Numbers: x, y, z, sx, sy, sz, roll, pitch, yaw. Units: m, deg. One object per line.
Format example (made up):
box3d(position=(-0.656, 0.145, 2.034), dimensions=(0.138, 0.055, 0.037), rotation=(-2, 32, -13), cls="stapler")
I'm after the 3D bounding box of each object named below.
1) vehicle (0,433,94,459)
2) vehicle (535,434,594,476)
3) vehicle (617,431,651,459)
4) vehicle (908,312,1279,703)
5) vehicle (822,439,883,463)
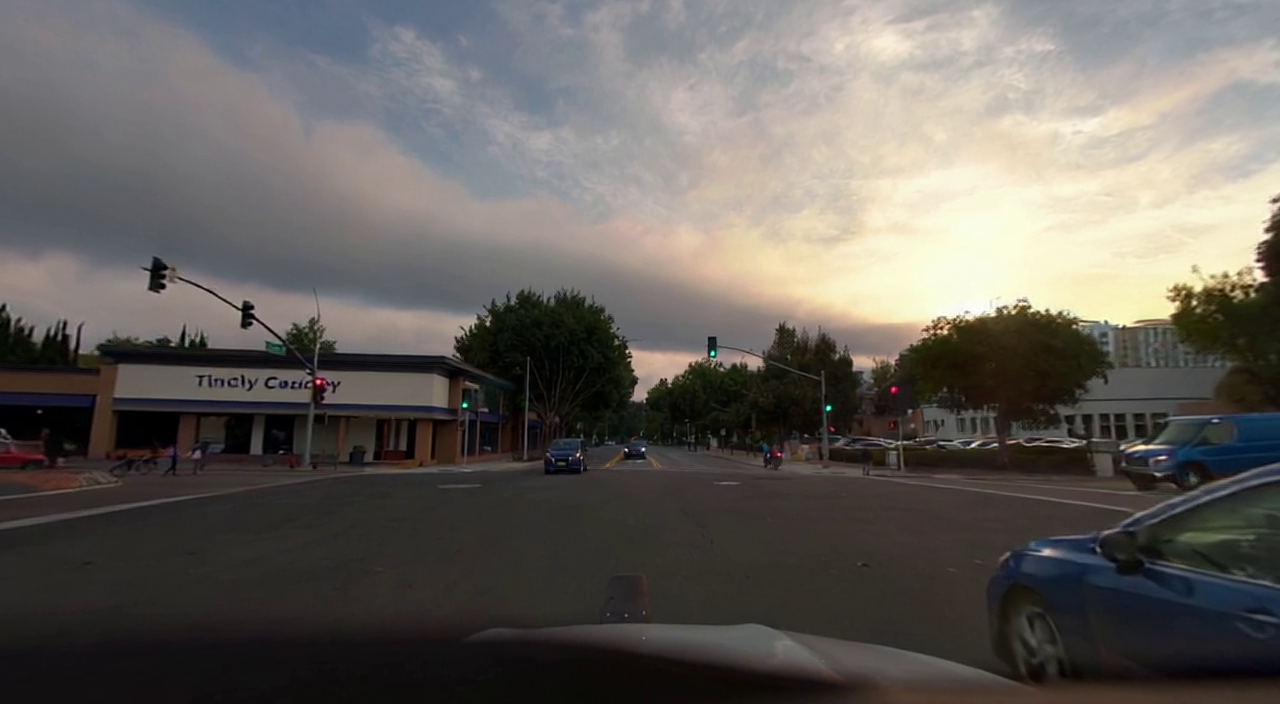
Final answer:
box3d(position=(-36.464, 5.697, 38.198), dimensions=(4.671, 1.543, 1.846), rotation=(4, -9, -27), cls="vehicle")
box3d(position=(-3.148, 4.393, 27.220), dimensions=(1.961, 1.658, 4.064), rotation=(0, -8, 1), cls="vehicle")
box3d(position=(-0.469, 6.795, 46.121), dimensions=(2.390, 1.948, 5.344), rotation=(0, -8, -1), cls="vehicle")
box3d(position=(2.864, 0.772, 1.913), dimensions=(2.048, 1.725, 4.754), rotation=(0, -8, 1), cls="vehicle")
box3d(position=(15.108, 7.027, 44.979), dimensions=(1.924, 1.579, 4.084), rotation=(3, -9, -20), cls="vehicle")
